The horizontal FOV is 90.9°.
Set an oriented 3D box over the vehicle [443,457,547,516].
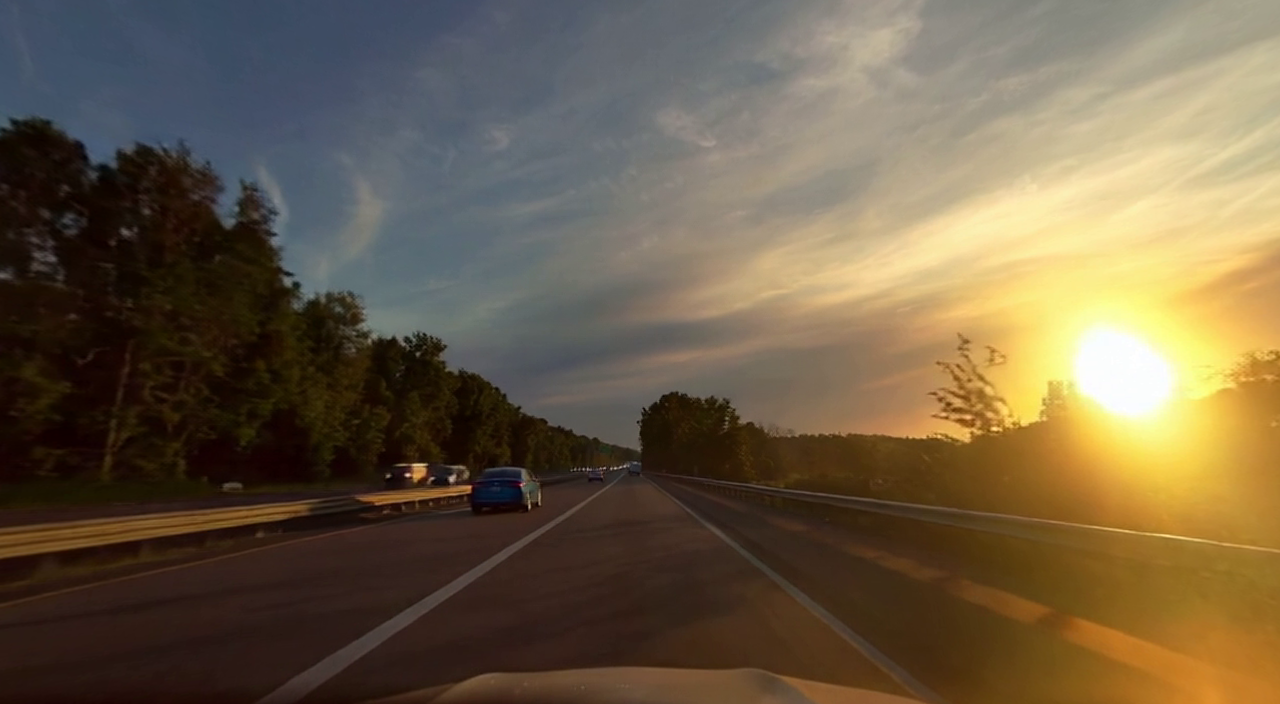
[{"bbox_3d":[-4.269,4.083,19.367,2.040,1.525,4.603,1,-11,1],"label":"vehicle"}]
